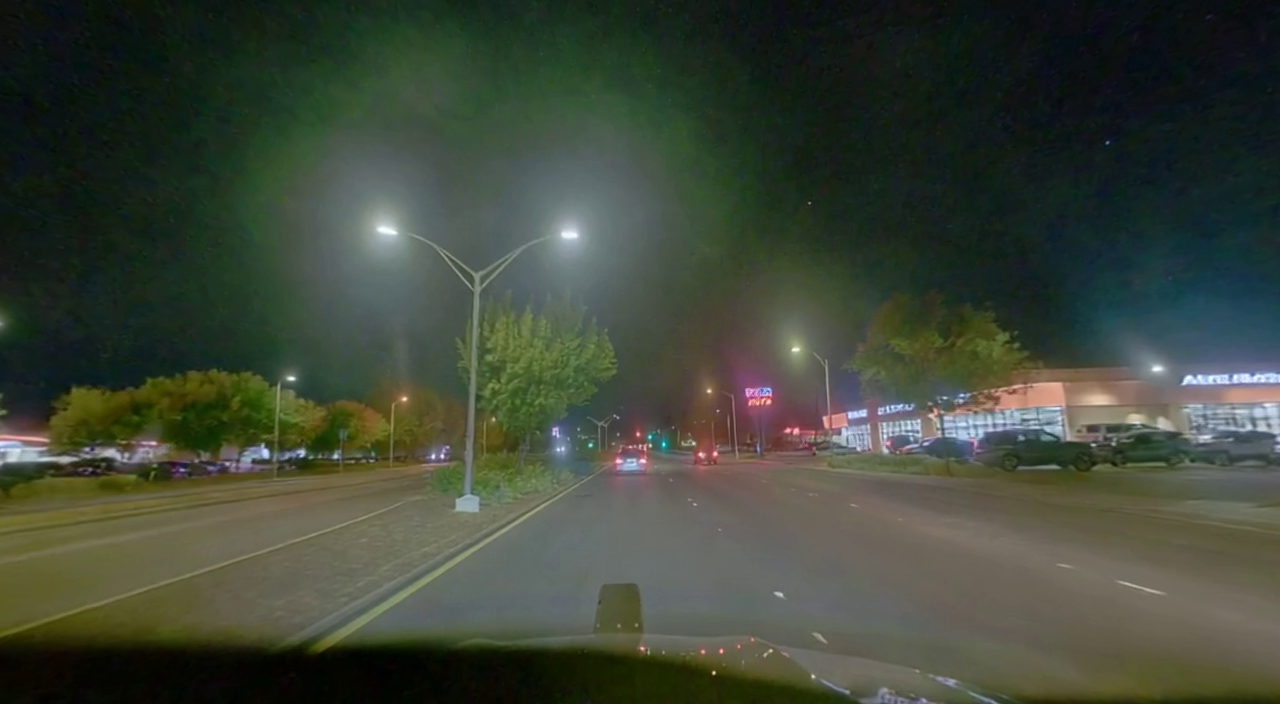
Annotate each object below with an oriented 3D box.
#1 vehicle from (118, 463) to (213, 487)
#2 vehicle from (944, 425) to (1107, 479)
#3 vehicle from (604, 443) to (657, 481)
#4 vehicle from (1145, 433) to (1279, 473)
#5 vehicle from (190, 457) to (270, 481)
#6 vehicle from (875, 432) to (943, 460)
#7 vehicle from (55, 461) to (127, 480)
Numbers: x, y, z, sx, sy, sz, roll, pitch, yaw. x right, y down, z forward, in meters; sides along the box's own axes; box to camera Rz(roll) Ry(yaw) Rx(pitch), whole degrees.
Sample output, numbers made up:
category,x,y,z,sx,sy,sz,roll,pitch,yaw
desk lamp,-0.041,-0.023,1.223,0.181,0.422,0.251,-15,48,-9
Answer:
category,x,y,z,sx,sy,sz,roll,pitch,yaw
vehicle,-30.578,7.914,40.819,4.497,1.450,2.010,0,-9,-1
vehicle,16.400,4.300,27.629,2.454,1.973,7.124,-1,-8,-1
vehicle,-0.392,4.723,27.435,2.126,1.475,3.967,0,-8,0
vehicle,23.591,4.101,25.914,2.006,1.455,4.301,-1,-8,-2
vehicle,-29.806,8.517,46.006,4.360,1.606,1.978,1,-9,-5
vehicle,20.592,7.222,48.750,2.356,2.005,6.308,0,-8,-1
vehicle,-43.264,9.351,49.813,3.918,1.350,1.804,0,-8,-2
